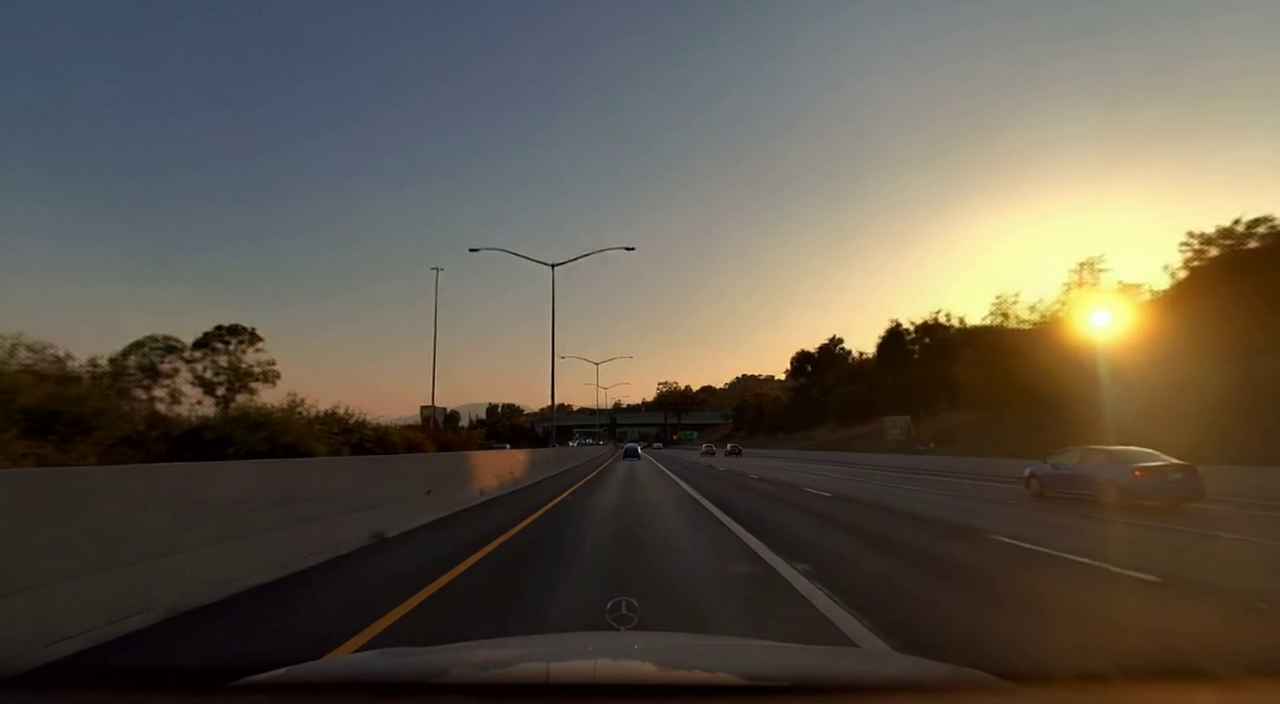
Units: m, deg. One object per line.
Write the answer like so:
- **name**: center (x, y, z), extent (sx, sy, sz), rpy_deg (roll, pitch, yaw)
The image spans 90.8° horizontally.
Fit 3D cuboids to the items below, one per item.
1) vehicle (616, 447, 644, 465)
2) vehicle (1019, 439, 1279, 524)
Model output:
- **vehicle**: center (-0.695, 7.812, 47.722), extent (2.004, 1.259, 3.781), rpy_deg (0, -8, 0)
- **vehicle**: center (10.759, 2.649, 13.692), extent (2.024, 1.481, 4.747), rpy_deg (1, -8, -2)
